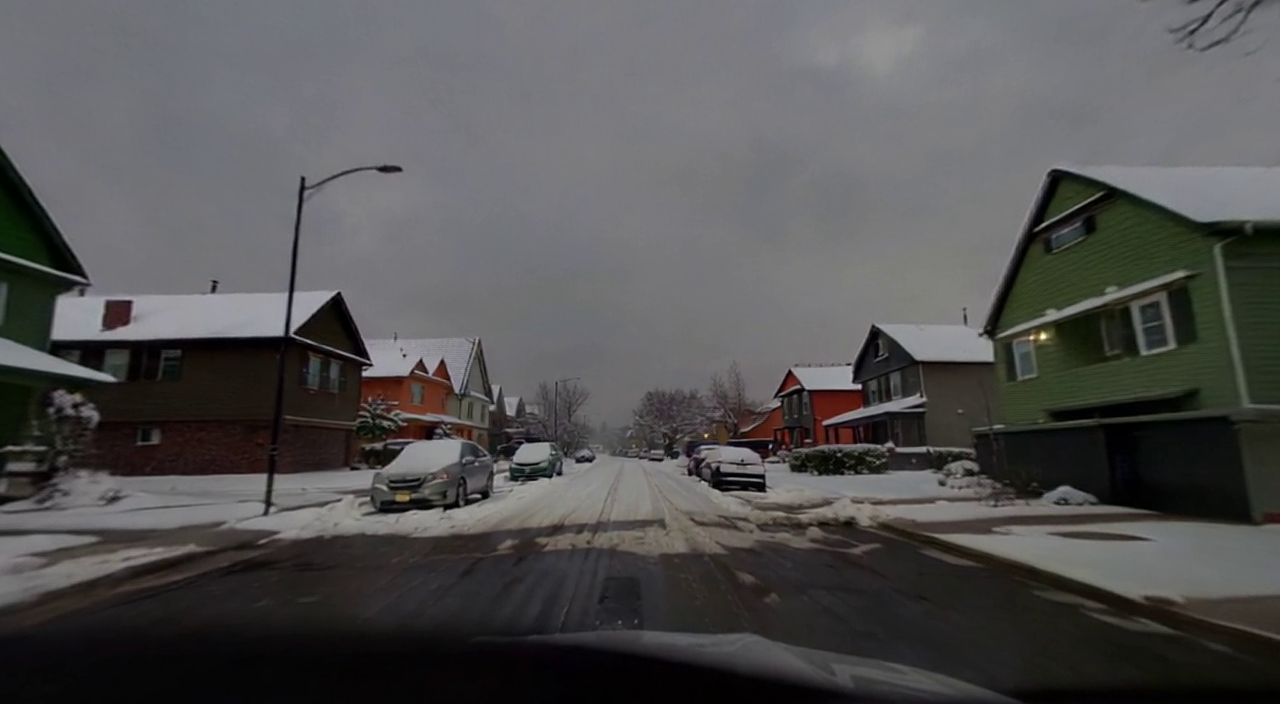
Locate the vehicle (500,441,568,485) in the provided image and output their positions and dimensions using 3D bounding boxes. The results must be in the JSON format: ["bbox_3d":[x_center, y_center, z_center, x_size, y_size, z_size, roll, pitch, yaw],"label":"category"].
[{"bbox_3d":[-4.315,4.577,26.342,2.089,1.508,4.537,2,-7,-1],"label":"vehicle"}]

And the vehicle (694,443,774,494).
[{"bbox_3d":[3.008,3.817,21.100,1.888,1.484,4.476,0,-8,-1],"label":"vehicle"}]

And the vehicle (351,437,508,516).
[{"bbox_3d":[-4.542,2.738,14.623,2.020,1.470,5.300,0,-8,-2],"label":"vehicle"}]
